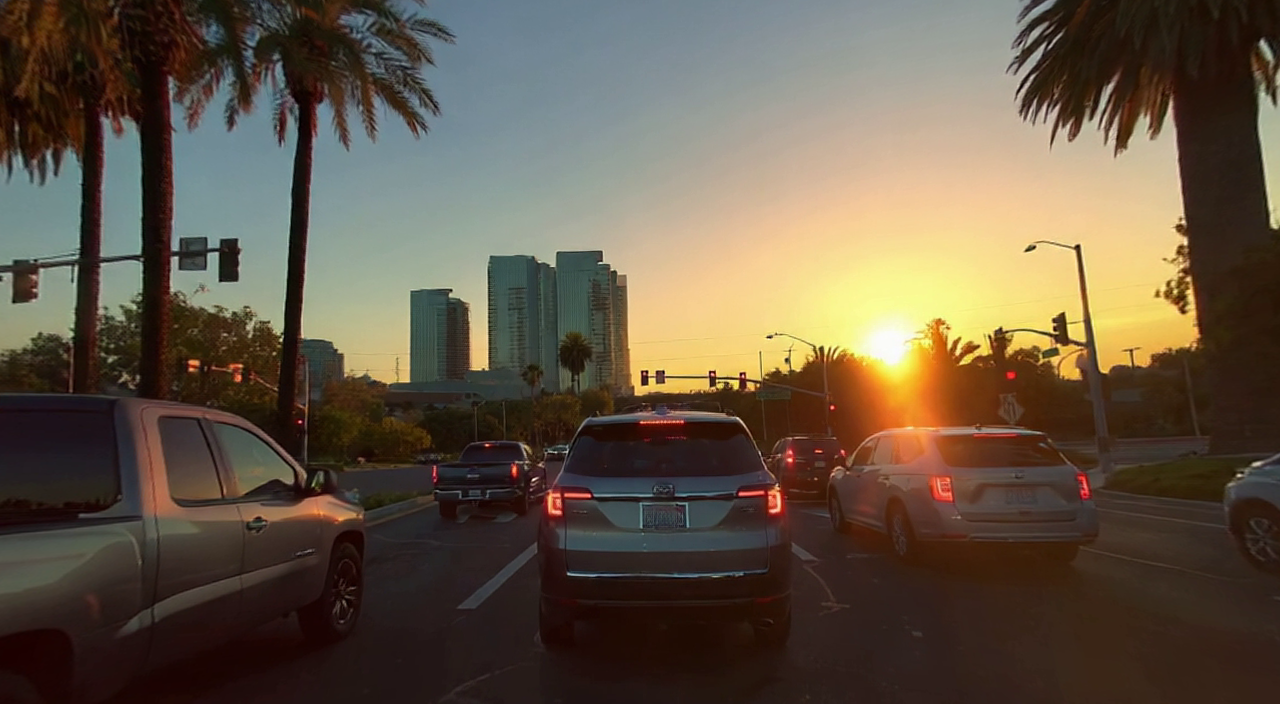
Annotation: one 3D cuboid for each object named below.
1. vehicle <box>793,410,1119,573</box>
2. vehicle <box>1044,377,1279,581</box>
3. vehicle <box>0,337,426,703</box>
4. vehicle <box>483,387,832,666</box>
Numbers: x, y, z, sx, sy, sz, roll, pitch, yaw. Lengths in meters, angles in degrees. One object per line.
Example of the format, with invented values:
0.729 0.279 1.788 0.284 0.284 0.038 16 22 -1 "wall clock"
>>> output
3.977 1.863 9.278 2.072 1.704 5.170 0 -8 -1 "vehicle"
7.299 1.299 6.560 2.337 1.925 5.728 0 -8 0 "vehicle"
-3.185 1.086 3.876 2.171 1.702 4.416 0 -9 0 "vehicle"
0.127 1.374 5.991 2.123 1.704 4.128 0 -9 1 "vehicle"
